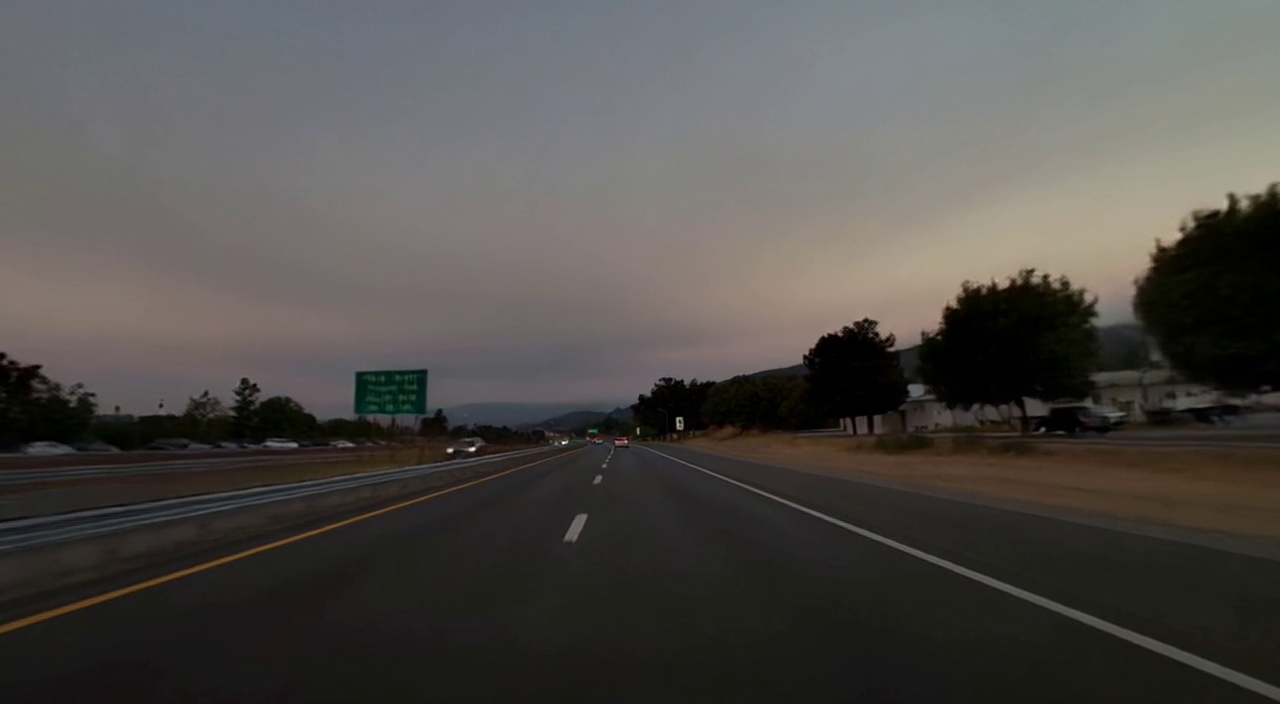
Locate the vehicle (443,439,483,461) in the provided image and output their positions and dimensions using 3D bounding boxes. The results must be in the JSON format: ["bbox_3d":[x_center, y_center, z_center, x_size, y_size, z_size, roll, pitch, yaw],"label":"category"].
[{"bbox_3d":[-12.881,7.110,45.976,1.865,1.508,3.921,0,-8,0],"label":"vehicle"}]

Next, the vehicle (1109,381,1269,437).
[{"bbox_3d":[42.783,4.780,49.852,2.777,3.872,11.870,-1,-8,5],"label":"vehicle"}]
